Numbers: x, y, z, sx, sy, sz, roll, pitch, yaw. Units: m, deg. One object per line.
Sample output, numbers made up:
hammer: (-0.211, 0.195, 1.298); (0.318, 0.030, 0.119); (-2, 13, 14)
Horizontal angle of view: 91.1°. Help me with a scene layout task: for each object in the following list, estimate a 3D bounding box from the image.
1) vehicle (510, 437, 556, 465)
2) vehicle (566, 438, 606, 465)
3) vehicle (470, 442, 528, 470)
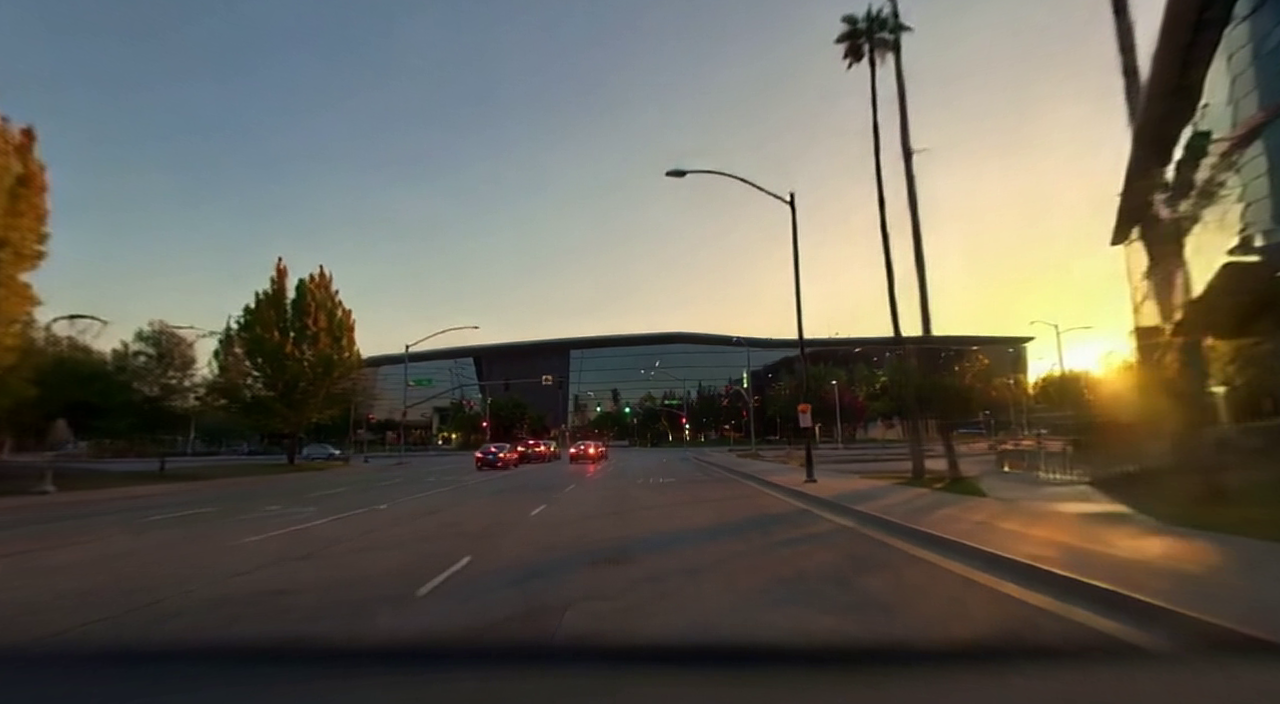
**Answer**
vehicle: (-7.224, 6.778, 43.018); (2.152, 1.813, 4.751); (0, -9, 2)
vehicle: (-3.403, 6.353, 40.164); (2.043, 1.636, 4.320); (0, -9, 2)
vehicle: (-7.713, 5.732, 34.798); (2.030, 1.440, 4.464); (0, -9, 2)
